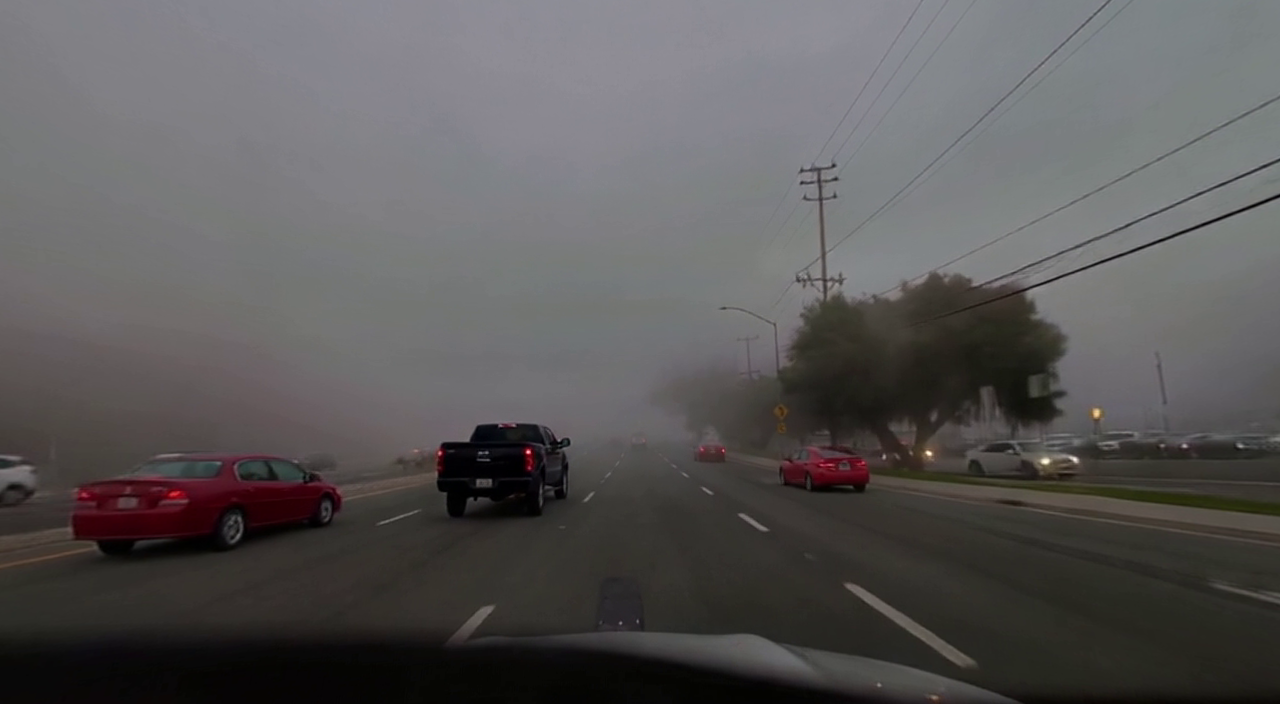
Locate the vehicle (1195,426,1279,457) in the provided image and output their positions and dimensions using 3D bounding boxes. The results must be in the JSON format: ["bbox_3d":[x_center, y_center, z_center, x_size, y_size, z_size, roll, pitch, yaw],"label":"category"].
[{"bbox_3d":[34.789,5.105,36.011,4.595,1.701,2.257,2,-9,-12],"label":"vehicle"}]

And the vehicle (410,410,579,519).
[{"bbox_3d":[-2.983,2.536,14.790,2.467,1.991,6.089,0,-9,1],"label":"vehicle"}]

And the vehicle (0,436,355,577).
[{"bbox_3d":[-6.310,2.026,9.218,2.035,1.497,4.723,0,-9,1],"label":"vehicle"}]

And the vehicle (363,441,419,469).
[{"bbox_3d":[-17.800,7.370,45.470,2.114,1.892,4.773,0,-8,-1],"label":"vehicle"}]

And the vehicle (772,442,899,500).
[{"bbox_3d":[5.402,3.341,18.190,1.840,1.428,4.602,1,-9,-5],"label":"vehicle"}]

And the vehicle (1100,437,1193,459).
[{"bbox_3d":[35.056,6.679,43.827,4.630,1.444,1.994,0,-9,2],"label":"vehicle"}]

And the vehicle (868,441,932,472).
[{"bbox_3d":[16.581,6.675,40.632,2.044,1.812,4.935,0,-9,1],"label":"vehicle"}]

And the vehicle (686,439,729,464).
[{"bbox_3d":[4.194,6.277,40.002,2.071,1.435,4.226,0,-9,-3],"label":"vehicle"}]

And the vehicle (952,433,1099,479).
[{"bbox_3d":[17.708,4.808,29.517,2.267,1.925,5.964,2,-9,-12],"label":"vehicle"}]
